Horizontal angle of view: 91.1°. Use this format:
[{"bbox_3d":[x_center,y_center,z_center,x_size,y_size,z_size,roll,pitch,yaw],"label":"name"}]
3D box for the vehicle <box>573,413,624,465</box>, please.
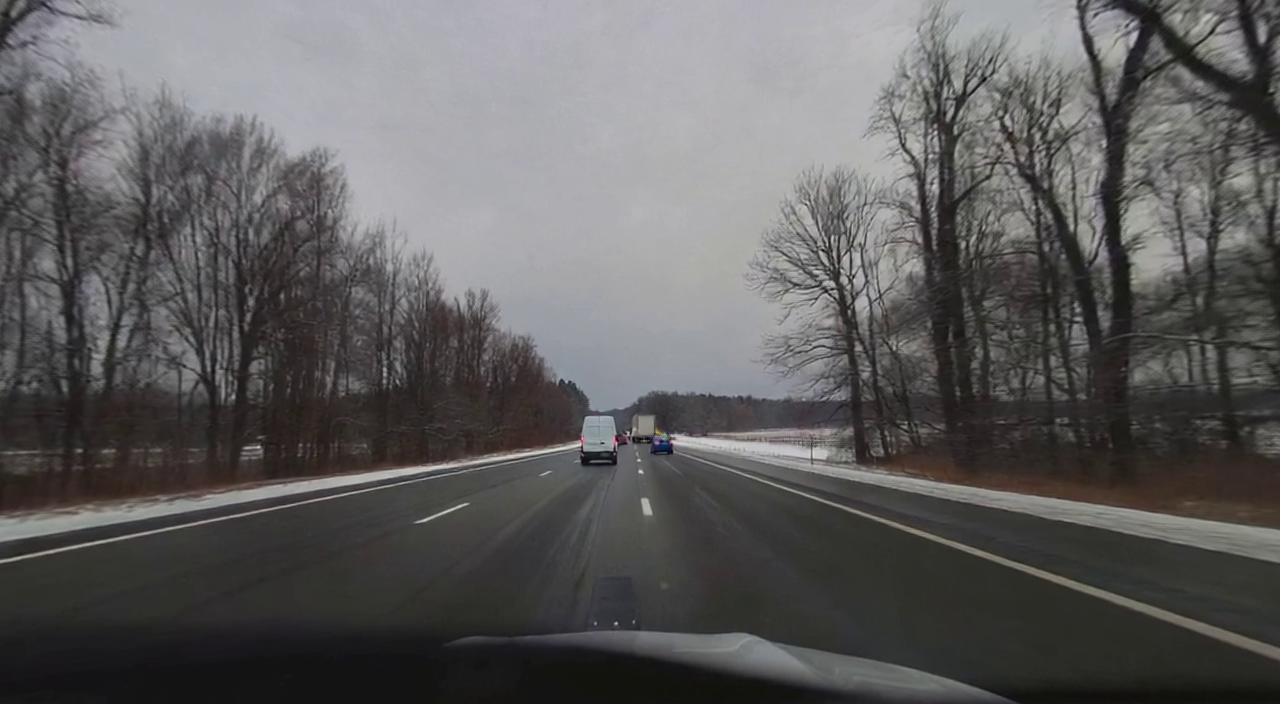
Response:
[{"bbox_3d":[-2.164,4.764,34.587,2.389,2.637,5.437,0,-8,1],"label":"vehicle"}]
